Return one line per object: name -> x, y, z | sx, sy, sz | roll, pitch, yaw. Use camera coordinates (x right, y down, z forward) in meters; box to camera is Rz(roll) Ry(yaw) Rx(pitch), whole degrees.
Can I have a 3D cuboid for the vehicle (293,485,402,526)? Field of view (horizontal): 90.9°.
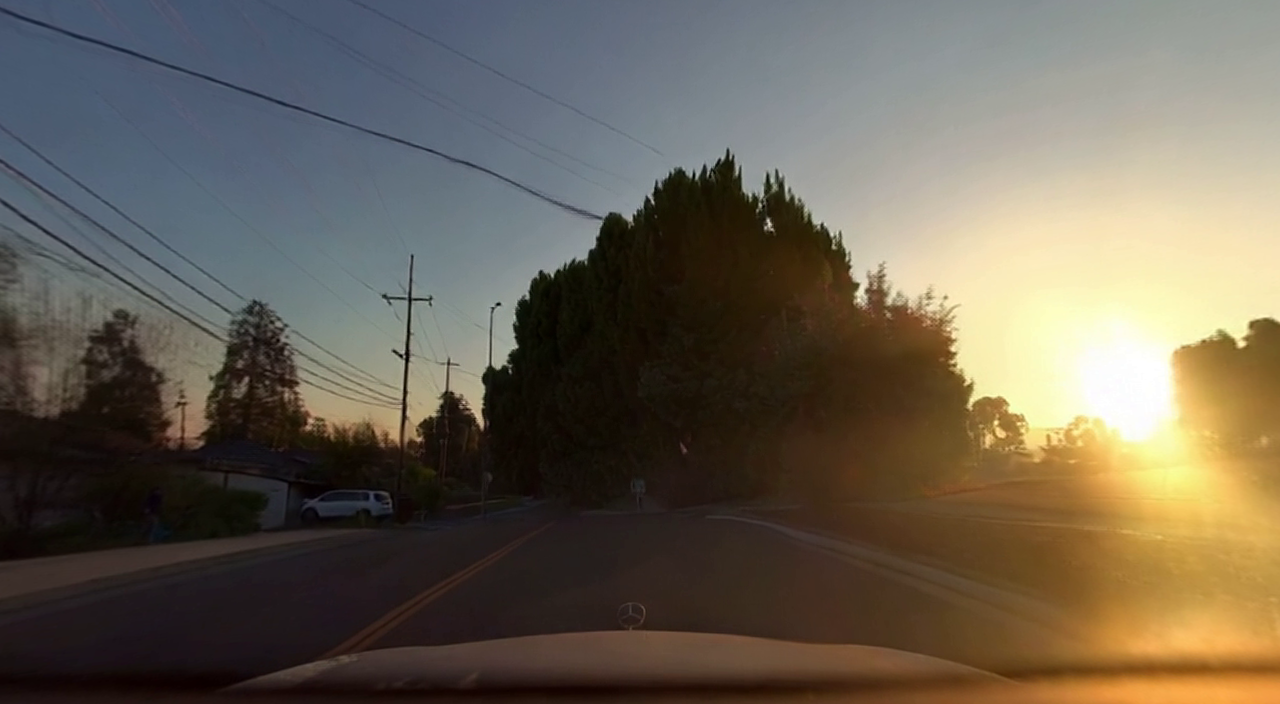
vehicle -> -16.638, 8.773, 36.430 | 2.301, 2.081, 6.706 | -3, -12, 8
